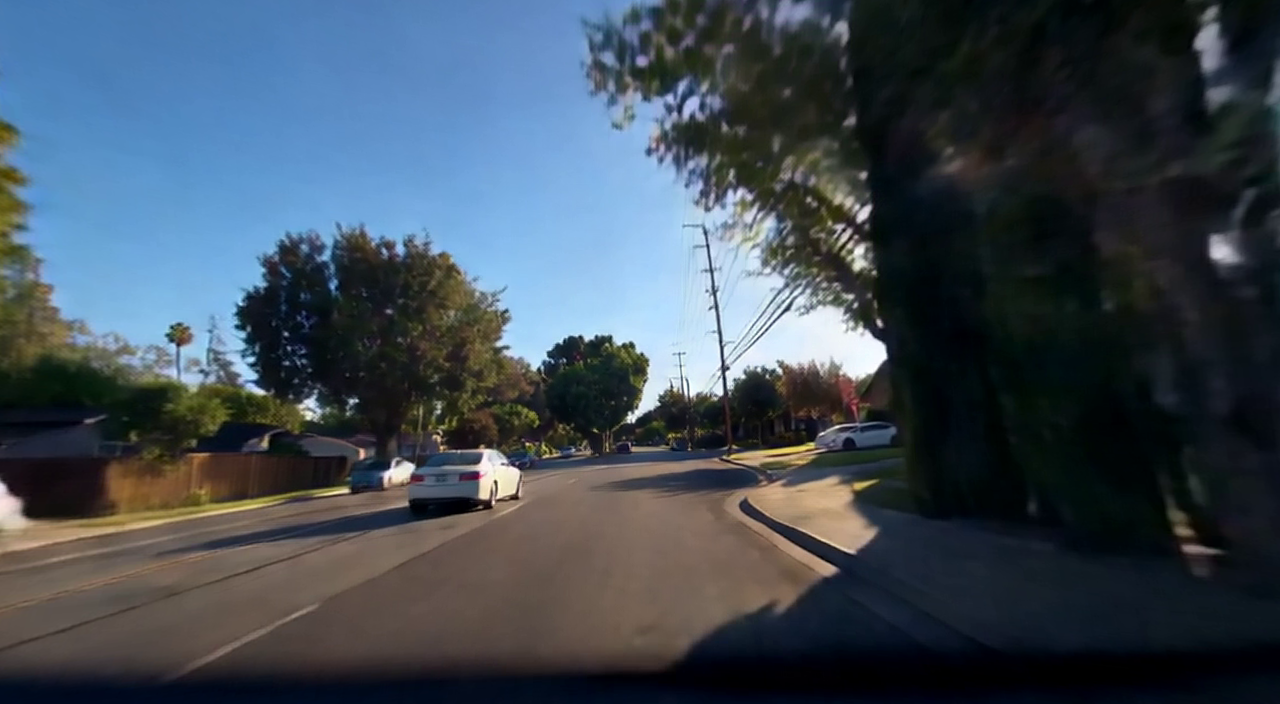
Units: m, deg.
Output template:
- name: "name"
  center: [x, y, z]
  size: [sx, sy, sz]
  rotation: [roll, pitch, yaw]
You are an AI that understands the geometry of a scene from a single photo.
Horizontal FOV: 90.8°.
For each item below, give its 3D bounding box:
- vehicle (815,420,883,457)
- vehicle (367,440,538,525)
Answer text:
- name: "vehicle"
  center: [11.108, 4.689, 34.035]
  size: [2.121, 1.799, 5.124]
  rotation: [-1, -9, 3]
- name: "vehicle"
  center: [-3.645, 2.616, 13.330]
  size: [2.041, 1.471, 4.602]
  rotation: [0, -8, 2]
